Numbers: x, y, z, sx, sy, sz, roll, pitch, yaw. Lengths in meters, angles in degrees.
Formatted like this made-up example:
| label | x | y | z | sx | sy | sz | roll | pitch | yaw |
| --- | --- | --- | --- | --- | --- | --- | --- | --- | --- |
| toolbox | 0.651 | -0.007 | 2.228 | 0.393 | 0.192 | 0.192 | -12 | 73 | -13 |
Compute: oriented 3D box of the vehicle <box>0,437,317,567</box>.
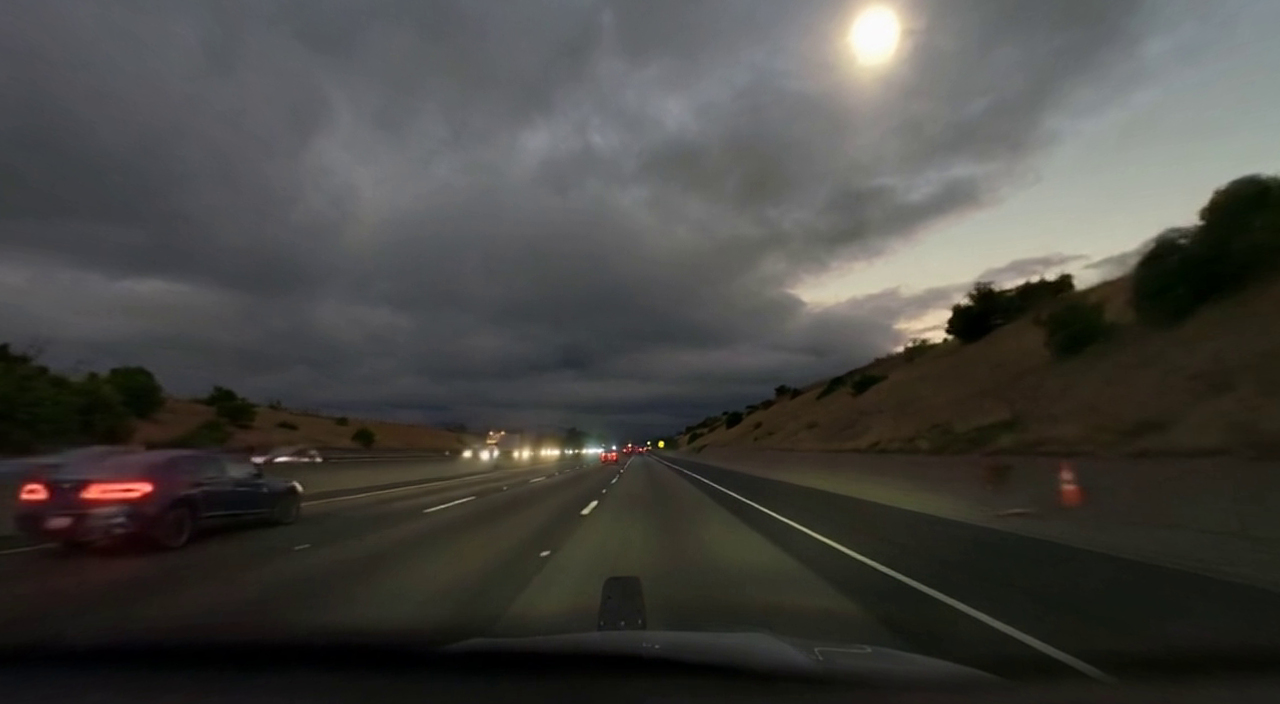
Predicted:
| label | x | y | z | sx | sy | sz | roll | pitch | yaw |
| --- | --- | --- | --- | --- | --- | --- | --- | --- | --- |
| vehicle | -6.995 | 2.072 | 9.473 | 1.966 | 1.476 | 4.240 | 0 | -9 | 1 |
